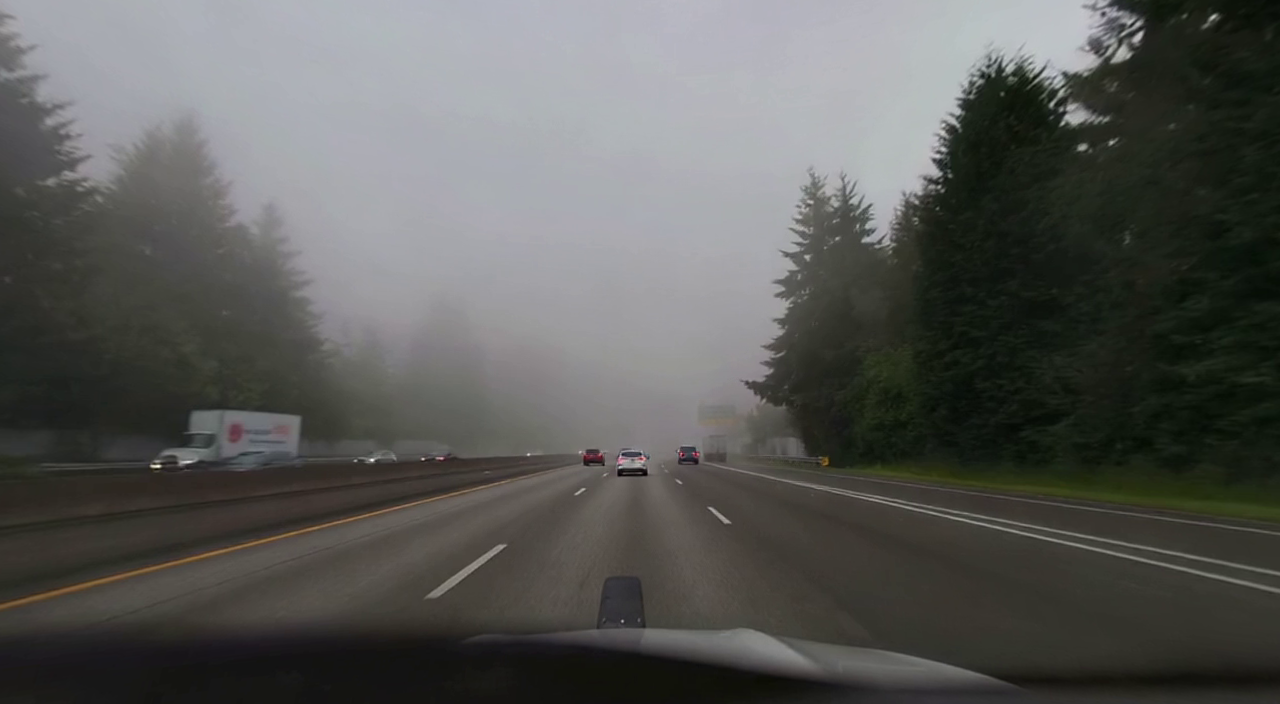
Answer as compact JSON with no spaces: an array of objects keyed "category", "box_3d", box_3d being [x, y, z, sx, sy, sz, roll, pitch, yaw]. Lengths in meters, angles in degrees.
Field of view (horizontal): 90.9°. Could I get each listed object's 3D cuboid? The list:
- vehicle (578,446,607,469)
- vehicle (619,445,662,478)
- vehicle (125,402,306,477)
[{"category":"vehicle","box_3d":[-3.431,7.702,46.036,1.874,1.555,3.487,0,-9,0]},{"category":"vehicle","box_3d":[0.027,5.510,31.813,2.035,1.513,4.272,0,-9,0]},{"category":"vehicle","box_3d":[-24.694,5.325,37.729,3.117,3.806,10.287,-1,-9,3]}]
